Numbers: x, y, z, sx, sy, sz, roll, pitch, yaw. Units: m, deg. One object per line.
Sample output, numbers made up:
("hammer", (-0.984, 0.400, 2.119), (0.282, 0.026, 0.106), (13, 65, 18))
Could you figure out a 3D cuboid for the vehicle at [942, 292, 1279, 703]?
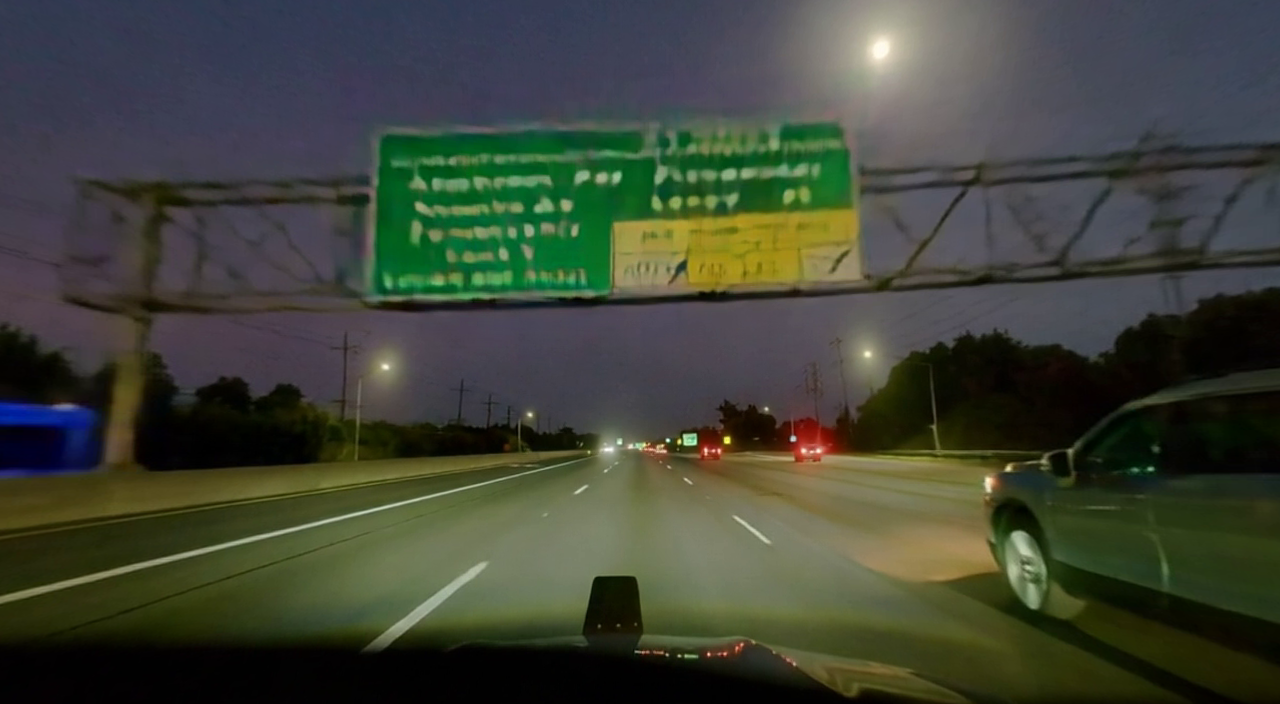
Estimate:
("vehicle", (3.511, 0.720, 2.450), (2.207, 1.850, 4.875), (0, -9, 0))
